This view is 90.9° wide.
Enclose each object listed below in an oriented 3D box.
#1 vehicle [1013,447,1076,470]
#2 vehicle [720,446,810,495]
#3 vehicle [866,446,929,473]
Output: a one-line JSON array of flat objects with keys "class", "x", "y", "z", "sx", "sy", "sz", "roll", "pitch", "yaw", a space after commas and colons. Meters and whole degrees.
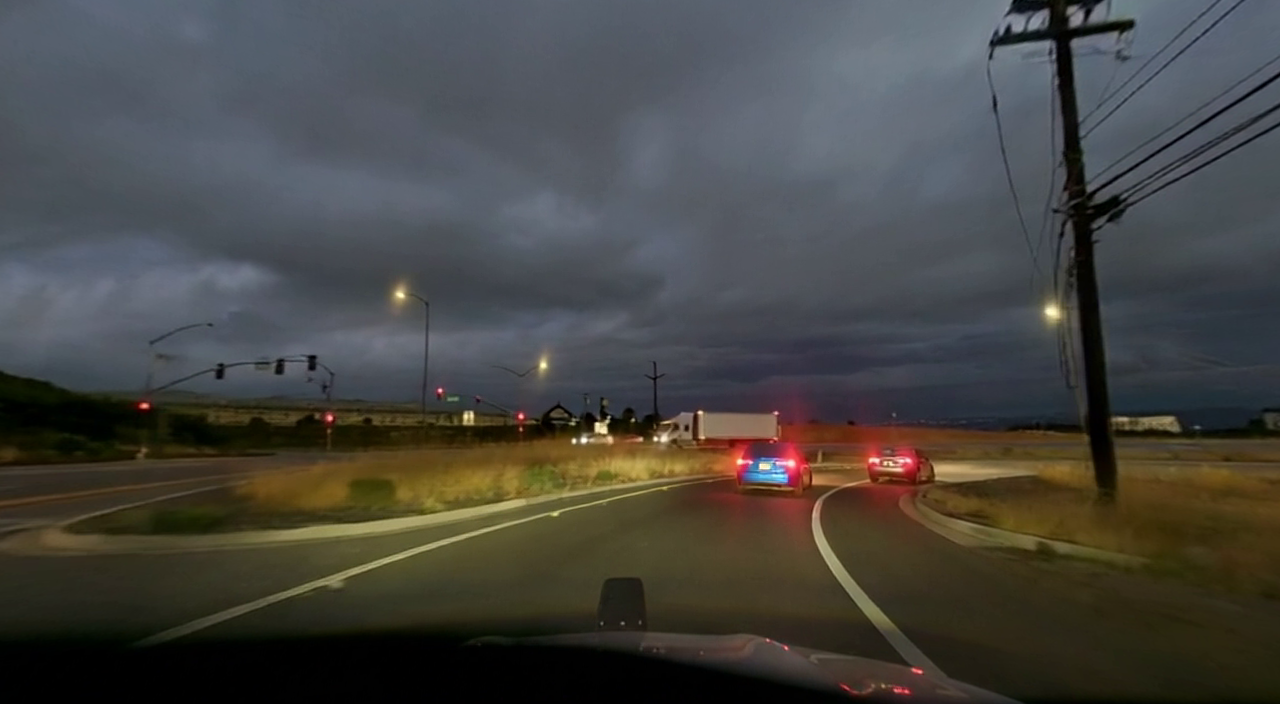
[{"class": "vehicle", "x": 29.975, "y": 7.865, "z": 46.711, "sx": 4.102, "sy": 1.552, "sz": 1.931, "roll": 4, "pitch": -9, "yaw": -26}, {"class": "vehicle", "x": 4.278, "y": 3.845, "z": 20.987, "sx": 2.026, "sy": 1.407, "sz": 4.374, "roll": -4, "pitch": -9, "yaw": 23}, {"class": "vehicle", "x": 14.923, "y": 6.162, "z": 36.428, "sx": 1.836, "sy": 1.465, "sz": 4.307, "roll": -8, "pitch": -11, "yaw": 43}]
